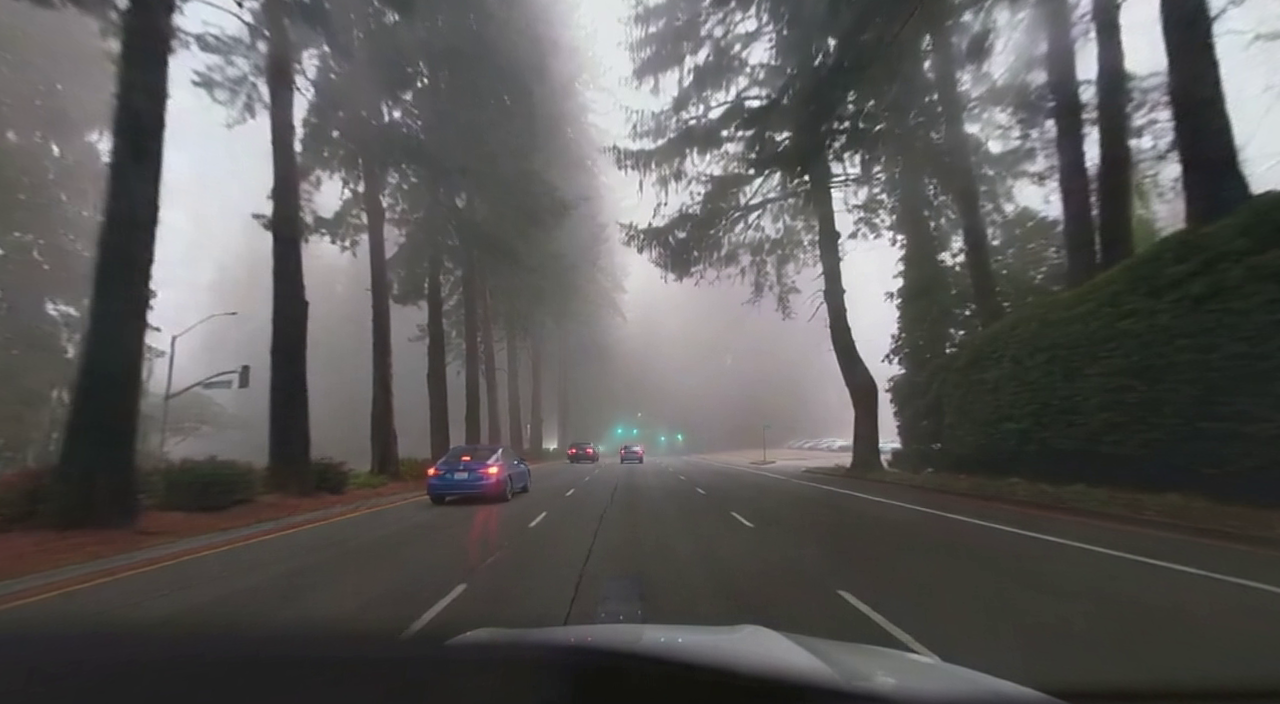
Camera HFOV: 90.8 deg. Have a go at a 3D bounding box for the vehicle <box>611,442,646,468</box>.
[{"bbox_3d":[-0.684,6.227,38.344,1.991,1.431,4.199,0,-8,-1],"label":"vehicle"}]

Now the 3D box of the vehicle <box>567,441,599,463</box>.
[{"bbox_3d":[-4.241,7.521,47.556,2.103,1.592,4.160,0,-8,-1],"label":"vehicle"}]

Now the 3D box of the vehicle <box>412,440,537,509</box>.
[{"bbox_3d":[-3.808,2.884,15.410,1.905,1.418,4.396,0,-8,-1],"label":"vehicle"}]
